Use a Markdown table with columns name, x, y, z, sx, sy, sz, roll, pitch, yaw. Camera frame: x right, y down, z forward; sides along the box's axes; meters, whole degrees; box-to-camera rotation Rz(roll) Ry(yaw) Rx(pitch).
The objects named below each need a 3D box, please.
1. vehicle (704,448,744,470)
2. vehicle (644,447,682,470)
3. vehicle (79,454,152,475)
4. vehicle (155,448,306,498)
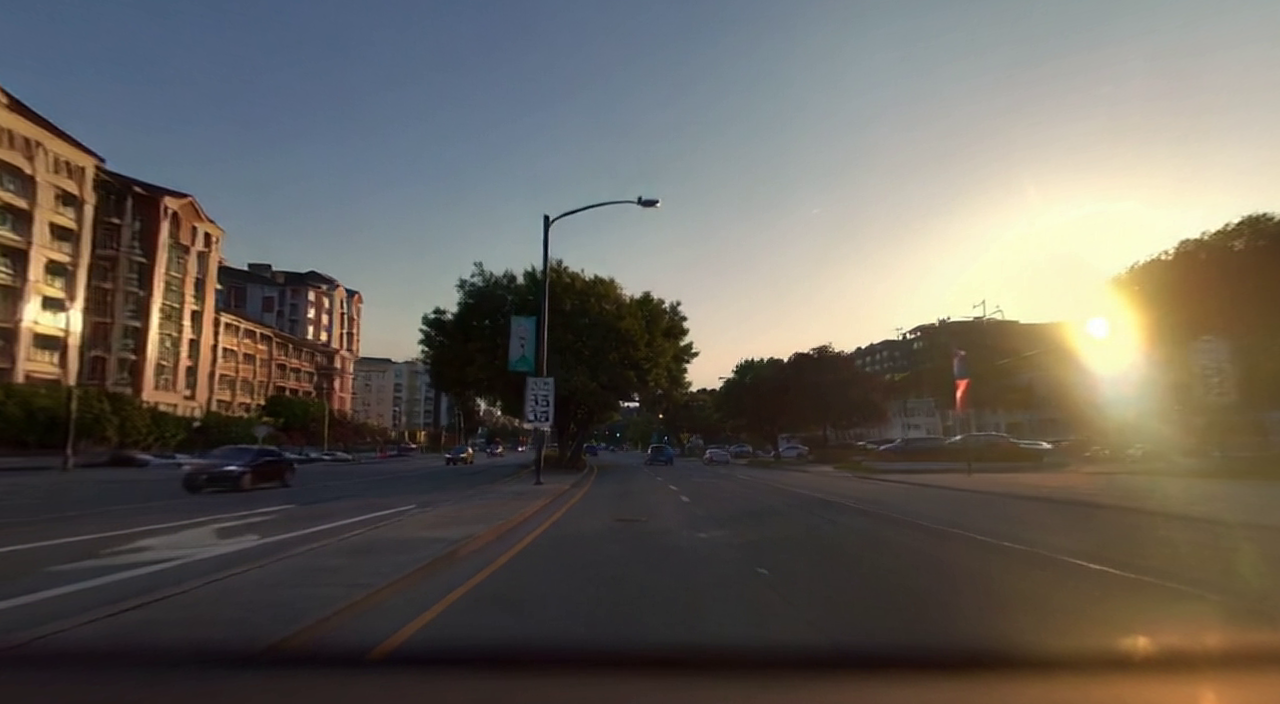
| name | x | y | z | sx | sy | sz | roll | pitch | yaw |
| --- | --- | --- | --- | --- | --- | --- | --- | --- | --- |
| vehicle | 5.760 | 7.396 | 43.984 | 1.932 | 1.439 | 4.159 | 0 | -9 | -4 |
| vehicle | 1.493 | 7.267 | 43.261 | 2.020 | 1.479 | 4.650 | 0 | -9 | -5 |
| vehicle | -40.001 | 8.548 | 48.343 | 1.789 | 1.445 | 4.752 | 0 | -9 | -5 |
| vehicle | -13.430 | 3.954 | 21.145 | 1.946 | 1.441 | 4.661 | 0 | -9 | 0 |
